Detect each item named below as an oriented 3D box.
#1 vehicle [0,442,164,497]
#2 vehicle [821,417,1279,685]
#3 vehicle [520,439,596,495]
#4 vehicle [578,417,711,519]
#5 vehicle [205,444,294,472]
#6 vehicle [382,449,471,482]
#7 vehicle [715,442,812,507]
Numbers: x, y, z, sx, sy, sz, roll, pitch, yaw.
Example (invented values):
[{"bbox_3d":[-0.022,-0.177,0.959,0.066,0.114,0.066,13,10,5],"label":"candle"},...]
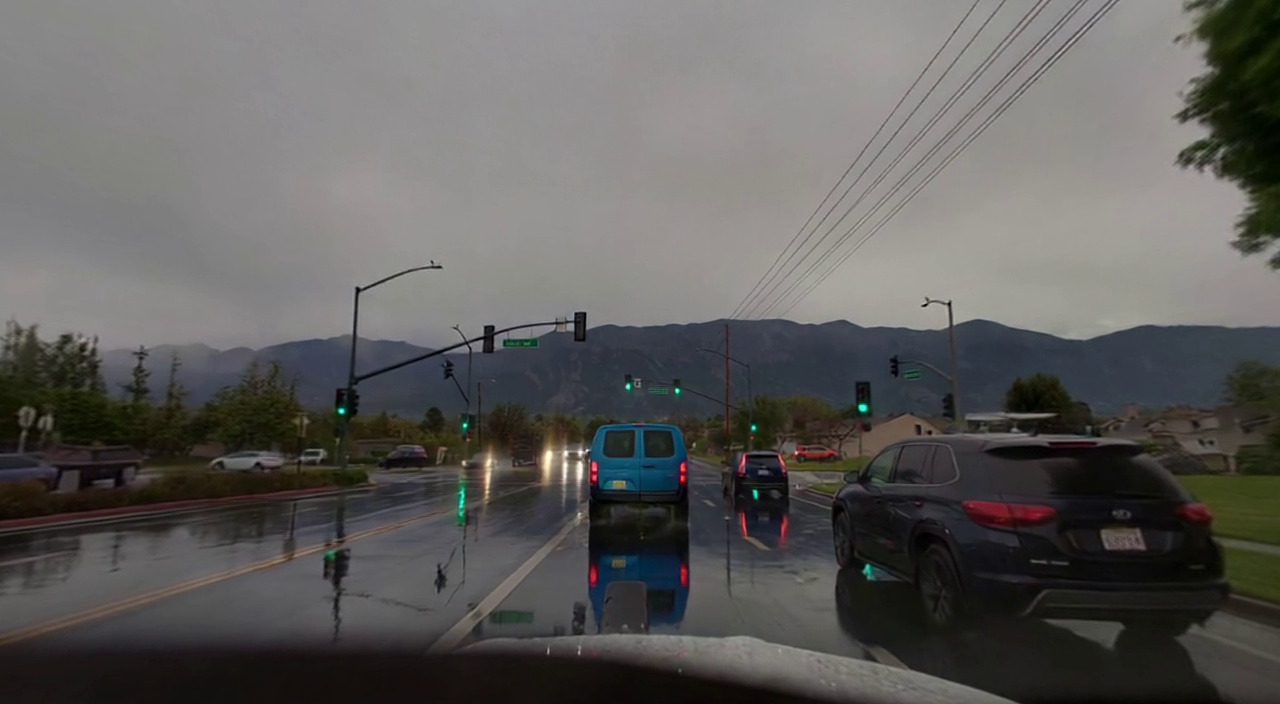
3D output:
[{"bbox_3d":[-20.423,4.277,23.407,1.996,1.809,4.699,1,-8,-5],"label":"vehicle"},{"bbox_3d":[3.591,1.600,6.374,2.155,1.658,4.721,0,-8,1],"label":"vehicle"},{"bbox_3d":[-2.790,4.034,22.539,2.059,1.749,4.458,0,-8,1],"label":"vehicle"},{"bbox_3d":[0.100,2.698,15.158,2.636,2.011,5.130,0,-8,0],"label":"vehicle"},{"bbox_3d":[-25.192,6.815,40.717,4.428,1.738,1.886,0,-8,0],"label":"vehicle"},{"bbox_3d":[-11.088,5.804,32.576,4.644,1.533,2.005,-6,-11,36],"label":"vehicle"},{"bbox_3d":[3.476,3.512,18.581,1.957,1.646,4.355,0,-8,0],"label":"vehicle"}]
